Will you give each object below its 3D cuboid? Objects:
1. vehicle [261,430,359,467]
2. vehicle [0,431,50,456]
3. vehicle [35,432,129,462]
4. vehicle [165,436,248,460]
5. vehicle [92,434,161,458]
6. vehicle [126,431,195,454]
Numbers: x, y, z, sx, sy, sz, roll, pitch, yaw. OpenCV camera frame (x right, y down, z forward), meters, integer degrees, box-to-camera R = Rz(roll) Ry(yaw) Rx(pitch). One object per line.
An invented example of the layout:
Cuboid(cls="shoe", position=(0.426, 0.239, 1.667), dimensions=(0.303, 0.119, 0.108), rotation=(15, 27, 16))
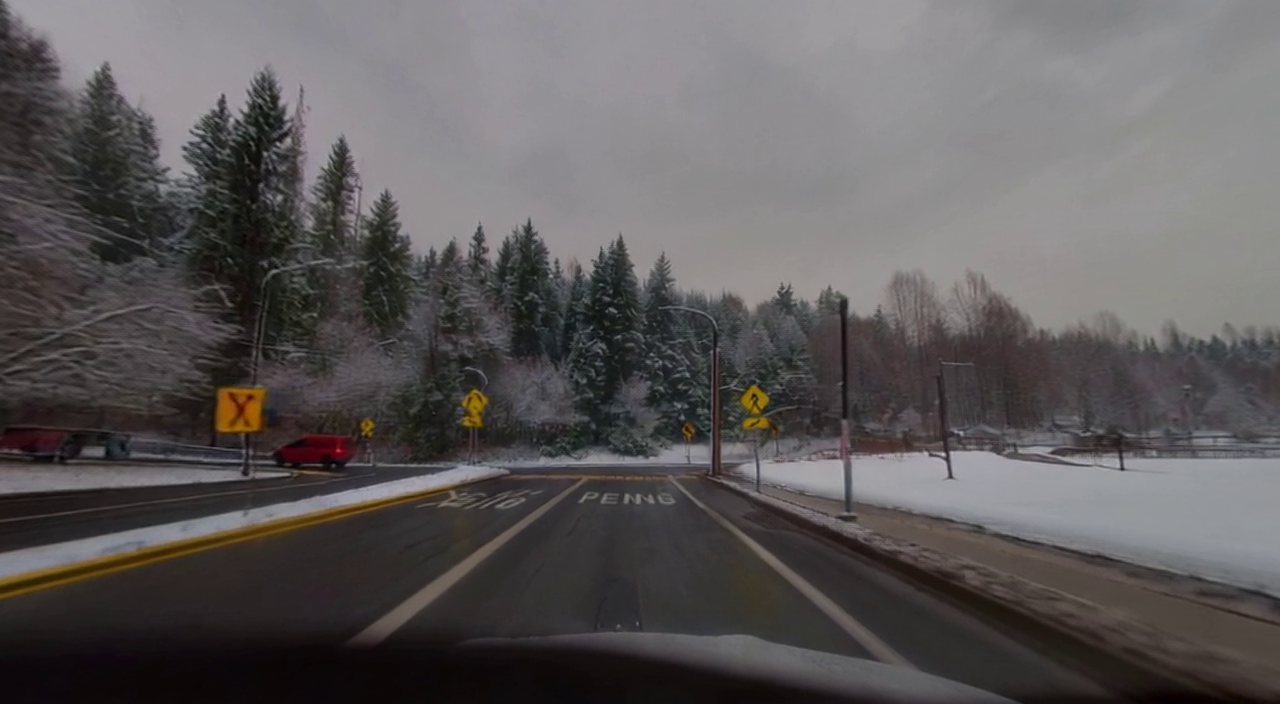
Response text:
Cuboid(cls="vehicle", position=(-18.381, 5.406, 35.332), dimensions=(4.529, 1.976, 2.002), rotation=(3, -9, -19))
Cuboid(cls="vehicle", position=(-41.344, 6.028, 41.418), dimensions=(1.705, 1.596, 3.596), rotation=(0, -8, -5))
Cuboid(cls="vehicle", position=(-36.422, 6.200, 41.272), dimensions=(1.951, 1.843, 4.498), rotation=(0, -8, 0))
Cuboid(cls="vehicle", position=(-28.335, 6.312, 41.320), dimensions=(1.823, 1.463, 4.771), rotation=(0, -8, 4))
Cuboid(cls="vehicle", position=(-33.814, 6.224, 41.534), dimensions=(1.601, 1.494, 3.449), rotation=(0, -8, 0))
Cuboid(cls="vehicle", position=(-31.269, 5.927, 41.147), dimensions=(1.561, 1.438, 3.699), rotation=(0, -8, 1))
